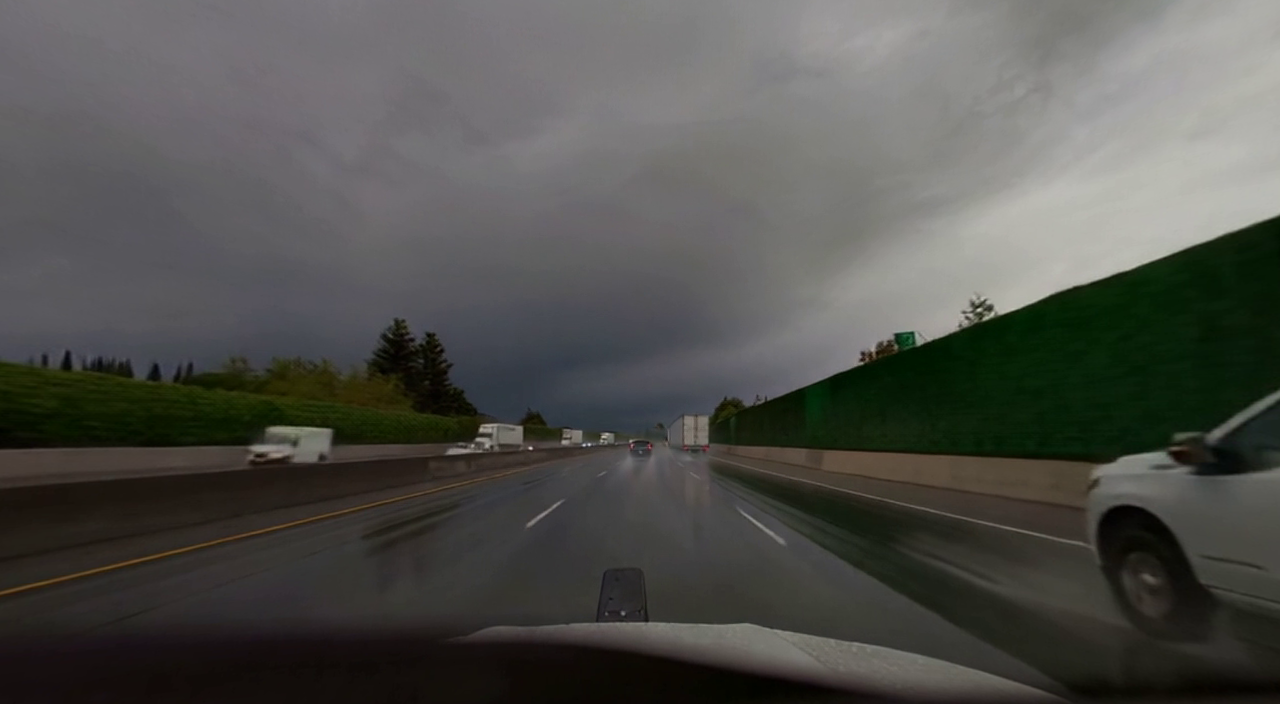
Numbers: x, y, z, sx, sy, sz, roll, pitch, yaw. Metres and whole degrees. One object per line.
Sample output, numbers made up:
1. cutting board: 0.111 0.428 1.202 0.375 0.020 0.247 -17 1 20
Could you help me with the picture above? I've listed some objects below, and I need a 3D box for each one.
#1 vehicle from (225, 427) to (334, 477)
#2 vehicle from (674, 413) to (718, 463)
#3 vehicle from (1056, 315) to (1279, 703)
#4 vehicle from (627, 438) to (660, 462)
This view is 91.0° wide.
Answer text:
1. vehicle: -17.508 4.880 30.982 2.201 2.226 5.156 0 -8 1
2. vehicle: 4.079 6.539 47.625 2.742 3.383 8.285 0 -8 1
3. vehicle: 4.302 0.645 2.096 2.209 1.943 5.262 0 -8 0
4. vehicle: 0.261 7.498 48.472 2.389 1.760 4.473 0 -8 0
